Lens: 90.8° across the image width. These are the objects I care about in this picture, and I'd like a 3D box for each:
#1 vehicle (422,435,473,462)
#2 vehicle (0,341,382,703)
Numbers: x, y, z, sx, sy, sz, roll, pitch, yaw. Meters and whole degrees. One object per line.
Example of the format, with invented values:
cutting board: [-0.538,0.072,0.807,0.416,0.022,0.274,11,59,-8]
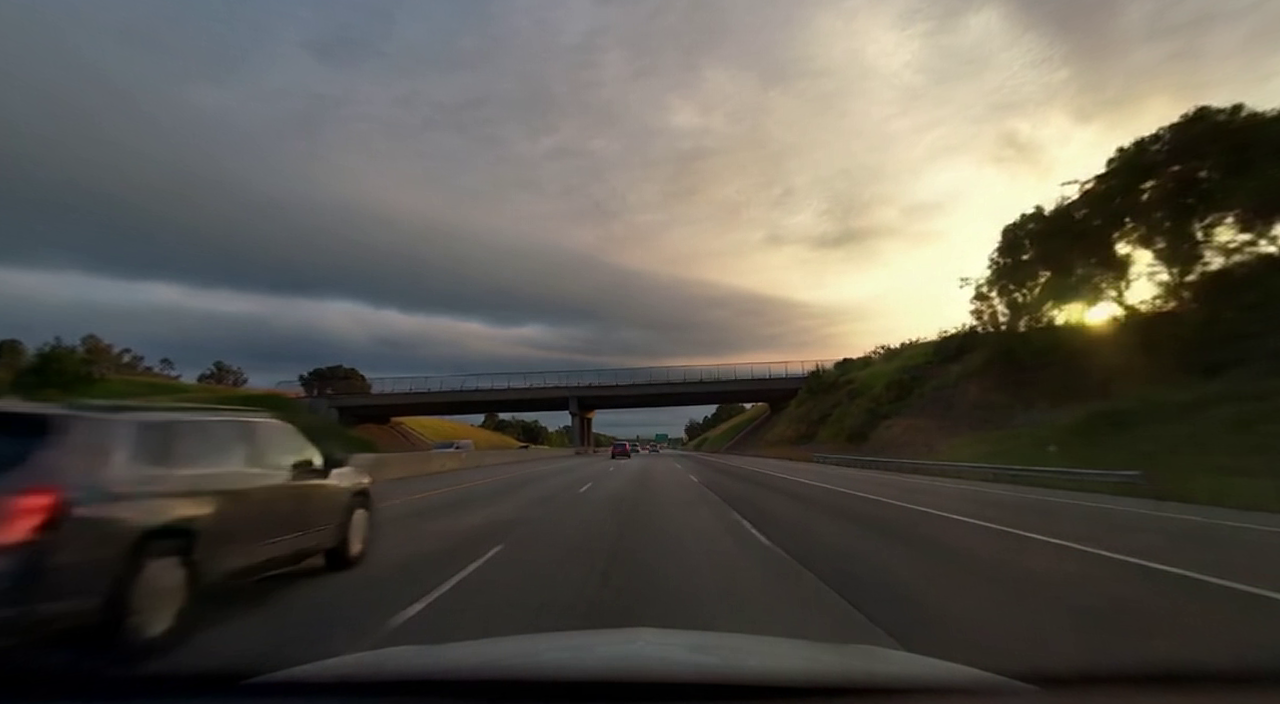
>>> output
vehicle: [-14.240,7.200,46.978,2.078,1.841,5.188,0,-9,2]
vehicle: [-3.674,1.023,3.845,2.181,1.730,4.517,0,-9,1]
